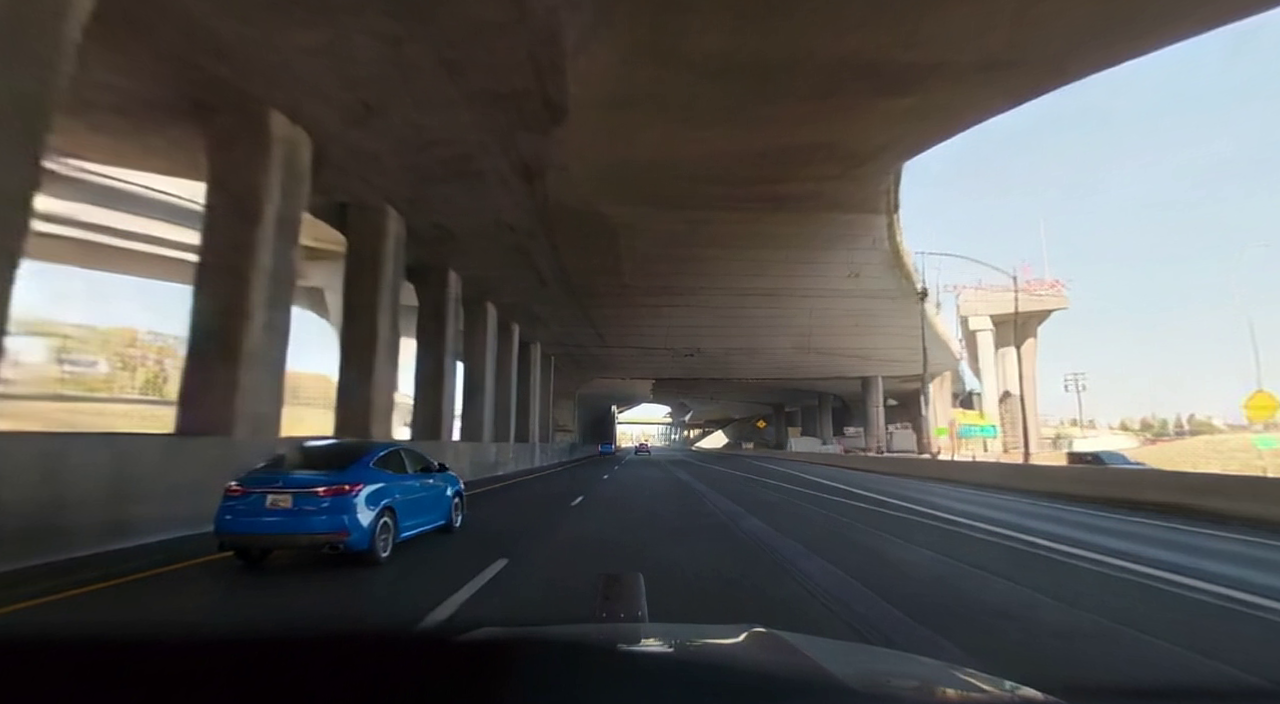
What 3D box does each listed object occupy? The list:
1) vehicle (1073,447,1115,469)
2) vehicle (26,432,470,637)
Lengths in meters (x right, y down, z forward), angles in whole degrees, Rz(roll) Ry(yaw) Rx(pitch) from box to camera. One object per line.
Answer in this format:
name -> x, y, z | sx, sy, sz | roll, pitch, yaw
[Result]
vehicle -> 35.258, 8.178, 48.884 | 2.090, 1.623, 4.125 | -7, -11, 41
vehicle -> -3.474, 1.662, 6.783 | 2.044, 1.478, 4.114 | 0, -9, 1
